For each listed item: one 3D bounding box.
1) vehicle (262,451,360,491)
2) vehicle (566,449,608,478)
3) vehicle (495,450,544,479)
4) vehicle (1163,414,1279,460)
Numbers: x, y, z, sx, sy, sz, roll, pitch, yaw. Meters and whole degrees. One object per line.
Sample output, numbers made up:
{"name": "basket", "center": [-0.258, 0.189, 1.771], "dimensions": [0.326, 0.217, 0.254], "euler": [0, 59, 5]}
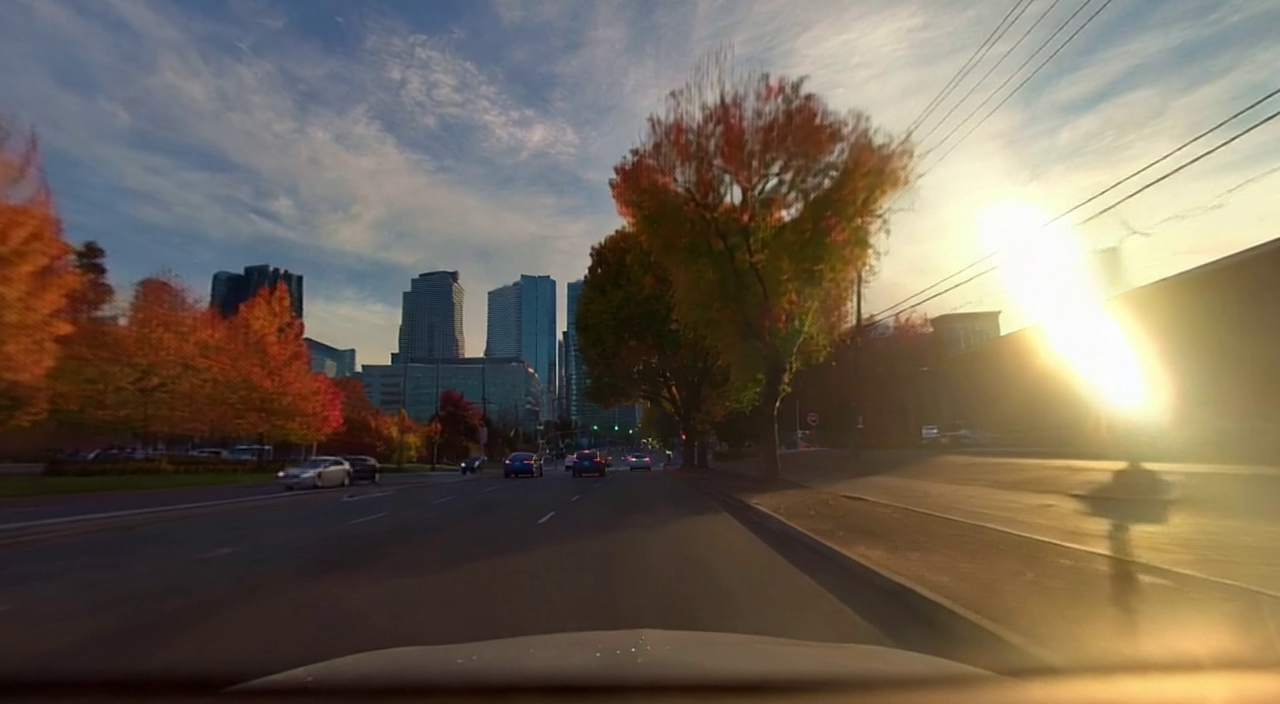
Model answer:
{"name": "vehicle", "center": [-13.734, 4.961, 26.618], "dimensions": [1.909, 1.502, 4.355], "euler": [1, -9, -3]}
{"name": "vehicle", "center": [-3.245, 6.984, 39.665], "dimensions": [2.085, 1.663, 4.513], "euler": [0, -9, 2]}
{"name": "vehicle", "center": [-7.080, 6.611, 37.316], "dimensions": [1.932, 1.596, 4.247], "euler": [0, -9, 1]}
{"name": "vehicle", "center": [22.001, 3.159, 23.072], "dimensions": [1.884, 1.532, 4.745], "euler": [0, -9, 5]}
